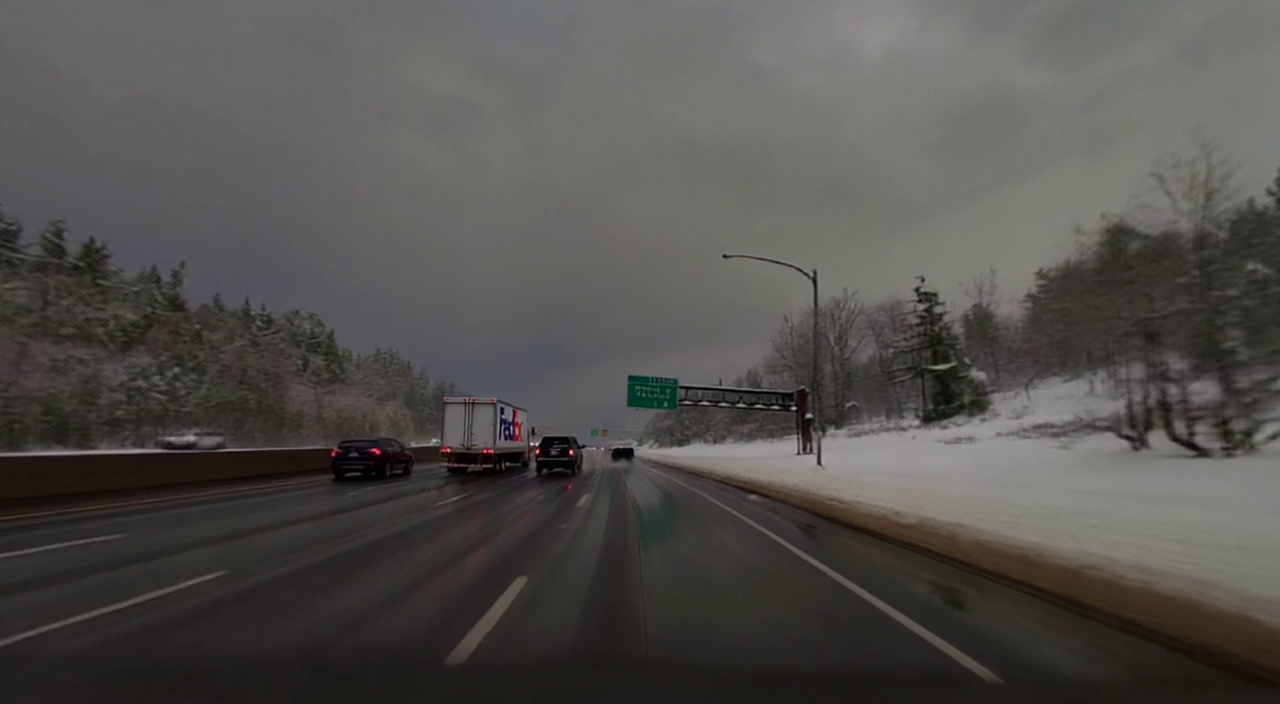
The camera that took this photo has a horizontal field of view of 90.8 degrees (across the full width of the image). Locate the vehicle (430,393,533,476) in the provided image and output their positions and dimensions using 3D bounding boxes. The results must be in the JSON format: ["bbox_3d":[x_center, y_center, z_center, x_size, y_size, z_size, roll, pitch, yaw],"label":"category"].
[{"bbox_3d":[-6.966,3.899,29.222,2.870,3.266,8.589,0,-9,-2],"label":"vehicle"}]

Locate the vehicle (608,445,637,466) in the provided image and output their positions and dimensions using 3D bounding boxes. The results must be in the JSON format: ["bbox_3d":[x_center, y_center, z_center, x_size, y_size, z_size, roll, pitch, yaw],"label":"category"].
[{"bbox_3d":[-1.359,7.661,46.824,2.043,1.489,3.839,1,-9,-3],"label":"vehicle"}]

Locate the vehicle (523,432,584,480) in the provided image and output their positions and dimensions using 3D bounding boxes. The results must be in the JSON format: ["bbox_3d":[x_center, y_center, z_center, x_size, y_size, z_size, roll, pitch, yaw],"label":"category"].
[{"bbox_3d":[-3.654,4.487,27.488,2.170,1.886,4.628,0,-9,-2],"label":"vehicle"}]

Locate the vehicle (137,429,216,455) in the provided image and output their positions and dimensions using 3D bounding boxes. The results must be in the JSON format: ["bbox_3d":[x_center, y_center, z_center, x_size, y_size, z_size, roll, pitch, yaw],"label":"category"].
[{"bbox_3d":[-30.412,5.971,41.631,1.972,1.619,4.414,1,-9,-3],"label":"vehicle"}]

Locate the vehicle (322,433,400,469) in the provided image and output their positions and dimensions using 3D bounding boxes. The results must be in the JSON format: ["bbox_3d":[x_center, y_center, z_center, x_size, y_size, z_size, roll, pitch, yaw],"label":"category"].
[{"bbox_3d":[-13.937,4.999,31.901,2.018,1.668,4.409,0,-9,-2],"label":"vehicle"}]
